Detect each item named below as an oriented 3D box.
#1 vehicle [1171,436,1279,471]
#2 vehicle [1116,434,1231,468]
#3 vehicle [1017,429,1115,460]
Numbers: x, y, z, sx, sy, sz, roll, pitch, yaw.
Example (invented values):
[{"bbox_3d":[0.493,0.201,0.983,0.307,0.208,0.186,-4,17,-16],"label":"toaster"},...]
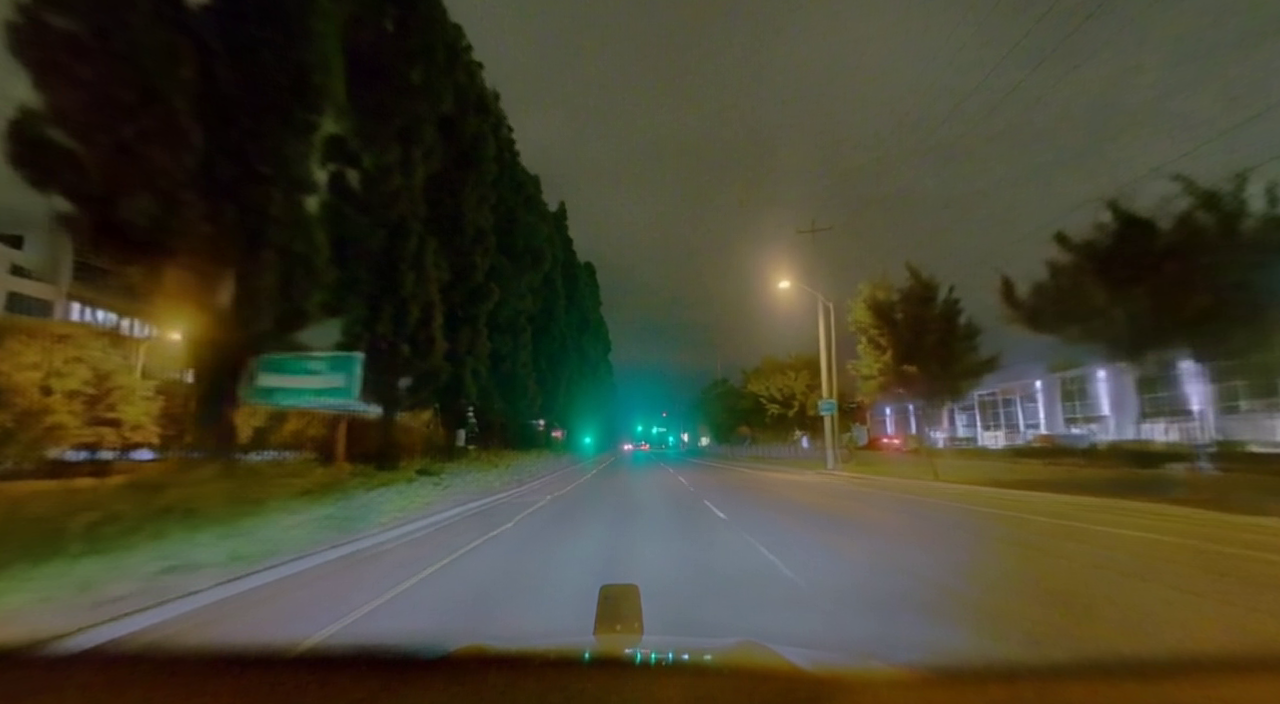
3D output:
[{"bbox_3d":[31.248,5.352,33.393,4.279,1.743,2.003,-1,-9,7],"label":"vehicle"},{"bbox_3d":[30.483,5.642,36.184,4.633,1.754,2.017,-1,-8,1],"label":"vehicle"},{"bbox_3d":[30.020,6.561,44.611,5.244,1.992,2.226,-1,-9,-3],"label":"vehicle"}]
